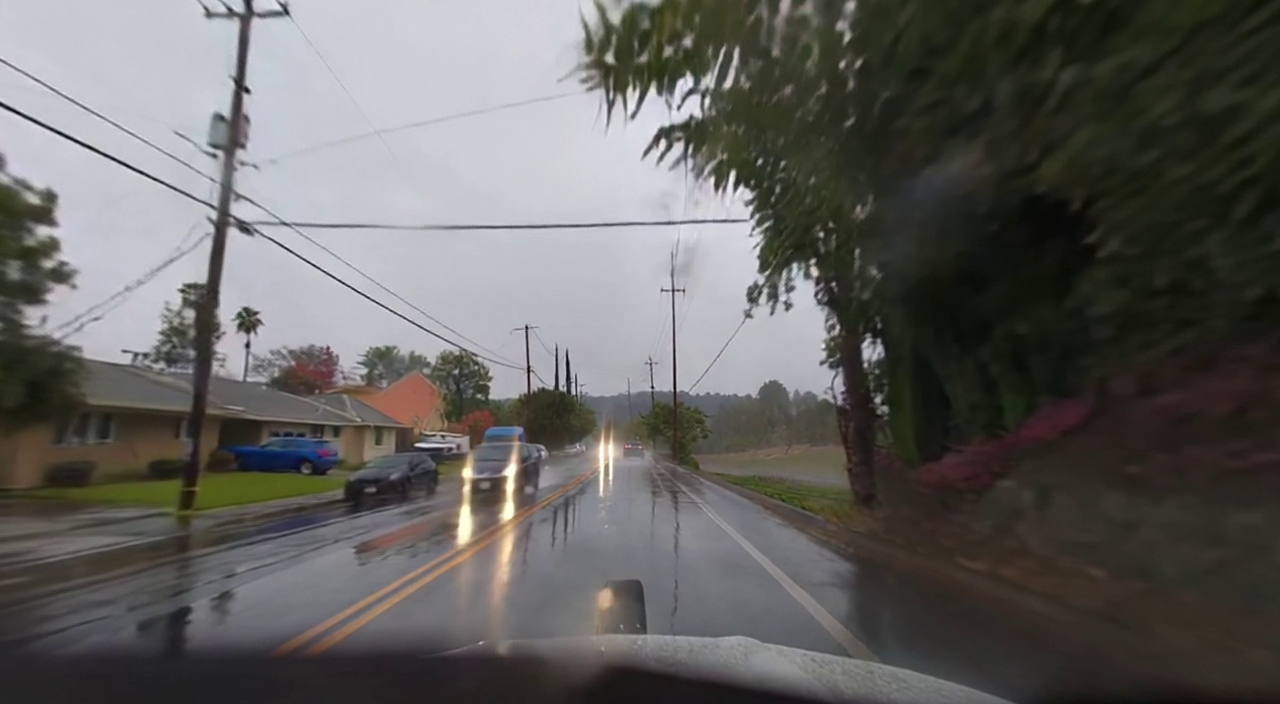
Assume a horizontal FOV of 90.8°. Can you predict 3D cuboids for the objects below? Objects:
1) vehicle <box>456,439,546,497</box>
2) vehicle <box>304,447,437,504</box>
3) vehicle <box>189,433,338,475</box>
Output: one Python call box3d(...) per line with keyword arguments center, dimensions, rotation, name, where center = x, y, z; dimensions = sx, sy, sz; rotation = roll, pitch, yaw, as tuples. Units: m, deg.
box3d(center=(-3.966, 3.350, 18.681), dimensions=(1.796, 1.516, 3.871), rotation=(0, -8, 0), name="vehicle")
box3d(center=(-7.809, 3.588, 18.849), dimensions=(2.003, 1.460, 4.360), rotation=(0, -8, 1), name="vehicle")
box3d(center=(-15.256, 4.182, 25.859), dimensions=(4.682, 1.549, 2.032), rotation=(3, -9, -8), name="vehicle")
